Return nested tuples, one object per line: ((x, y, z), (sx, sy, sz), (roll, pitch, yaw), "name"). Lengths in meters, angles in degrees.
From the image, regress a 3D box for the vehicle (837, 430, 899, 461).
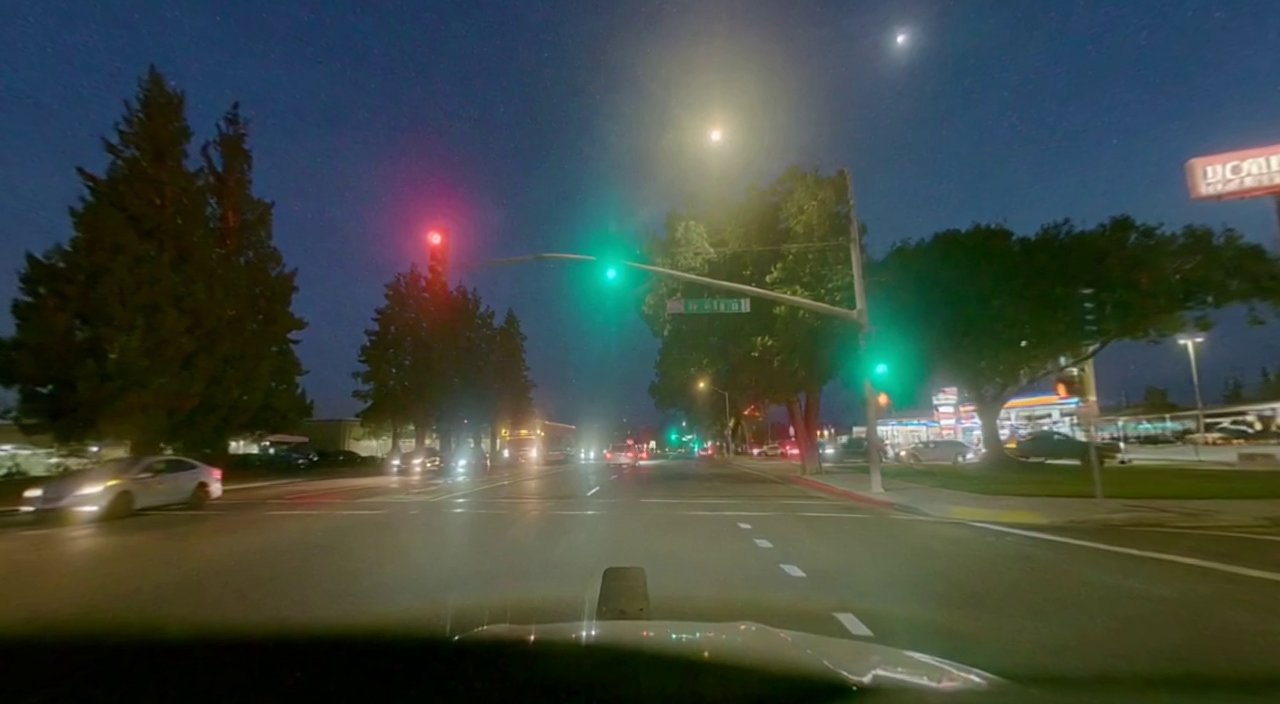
((14.328, 5.954, 40.026), (2.015, 1.839, 5.416), (0, -9, 1), "vehicle")

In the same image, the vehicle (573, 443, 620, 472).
((-2.180, 5.420, 32.560), (1.959, 1.406, 4.272), (-1, -9, 2), "vehicle")

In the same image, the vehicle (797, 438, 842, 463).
((11.393, 6.302, 40.323), (1.888, 1.465, 4.727), (-1, -9, 5), "vehicle")

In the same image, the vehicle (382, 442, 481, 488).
((-7.757, 4.210, 23.972), (2.099, 1.467, 4.596), (-2, -8, 1), "vehicle")

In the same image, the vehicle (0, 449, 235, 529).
((-11.525, 2.911, 14.049), (2.004, 1.478, 4.373), (0, -9, 1), "vehicle")

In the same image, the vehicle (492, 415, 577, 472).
((-7.057, 6.417, 44.643), (3.056, 3.289, 13.199), (-3, -8, 2), "vehicle")
